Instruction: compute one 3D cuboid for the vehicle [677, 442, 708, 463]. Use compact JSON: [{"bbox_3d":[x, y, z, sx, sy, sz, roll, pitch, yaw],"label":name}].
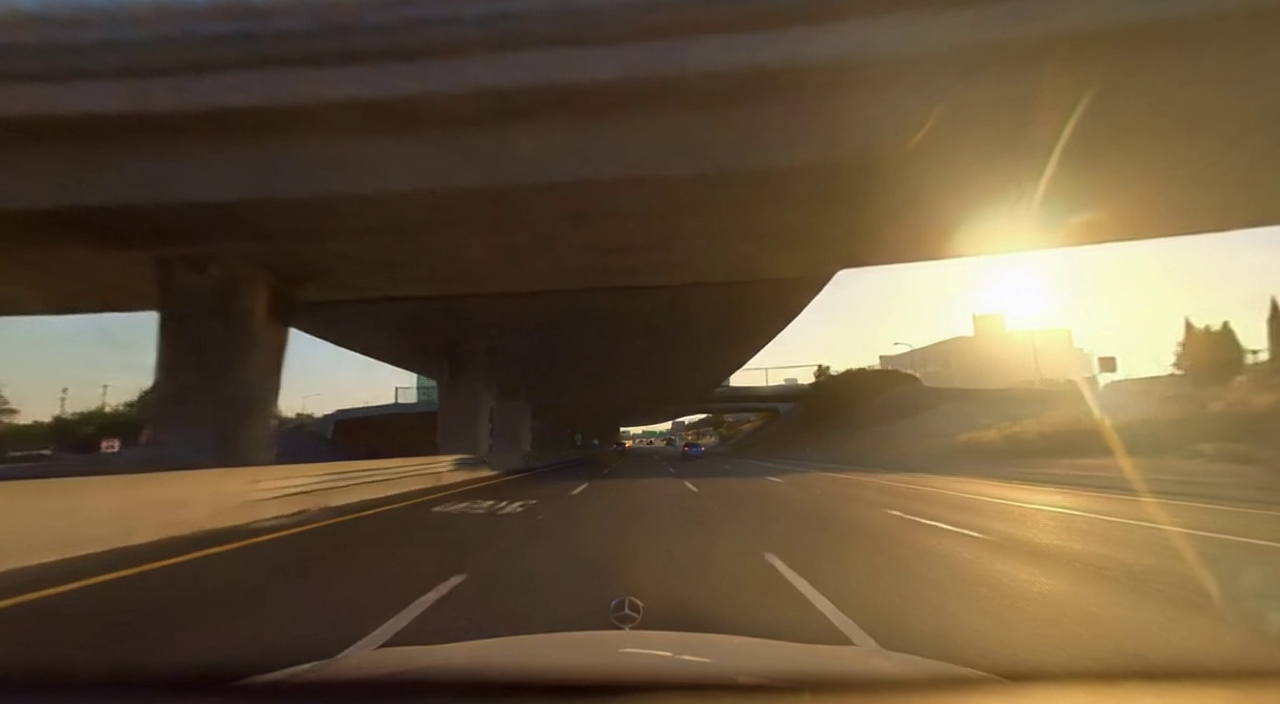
[{"bbox_3d":[3.991,7.686,48.605,1.949,1.515,4.374,0,-8,-1],"label":"vehicle"}]
